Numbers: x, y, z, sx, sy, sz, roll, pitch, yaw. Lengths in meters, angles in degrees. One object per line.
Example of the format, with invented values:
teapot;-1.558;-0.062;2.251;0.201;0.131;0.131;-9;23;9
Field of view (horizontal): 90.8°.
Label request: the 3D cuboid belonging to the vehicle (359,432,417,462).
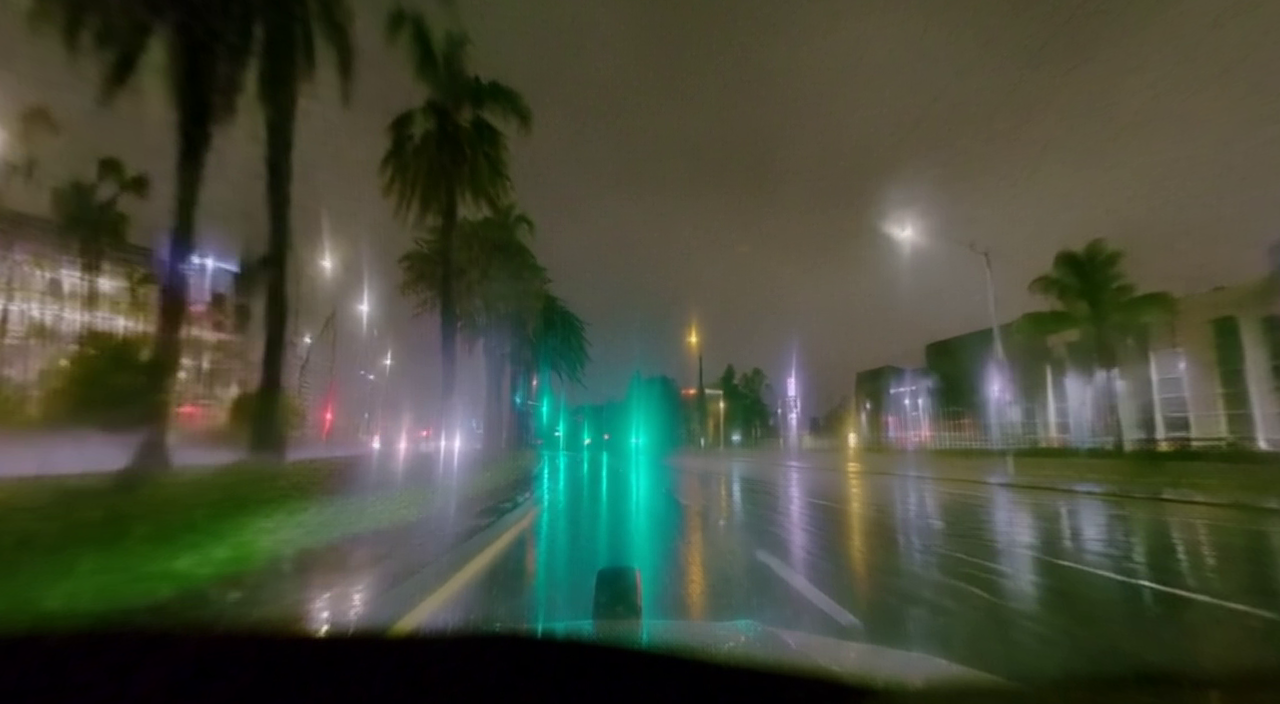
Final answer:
vehicle;-14.951;5.679;37.748;1.961;1.664;4.422;1;-9;-6
